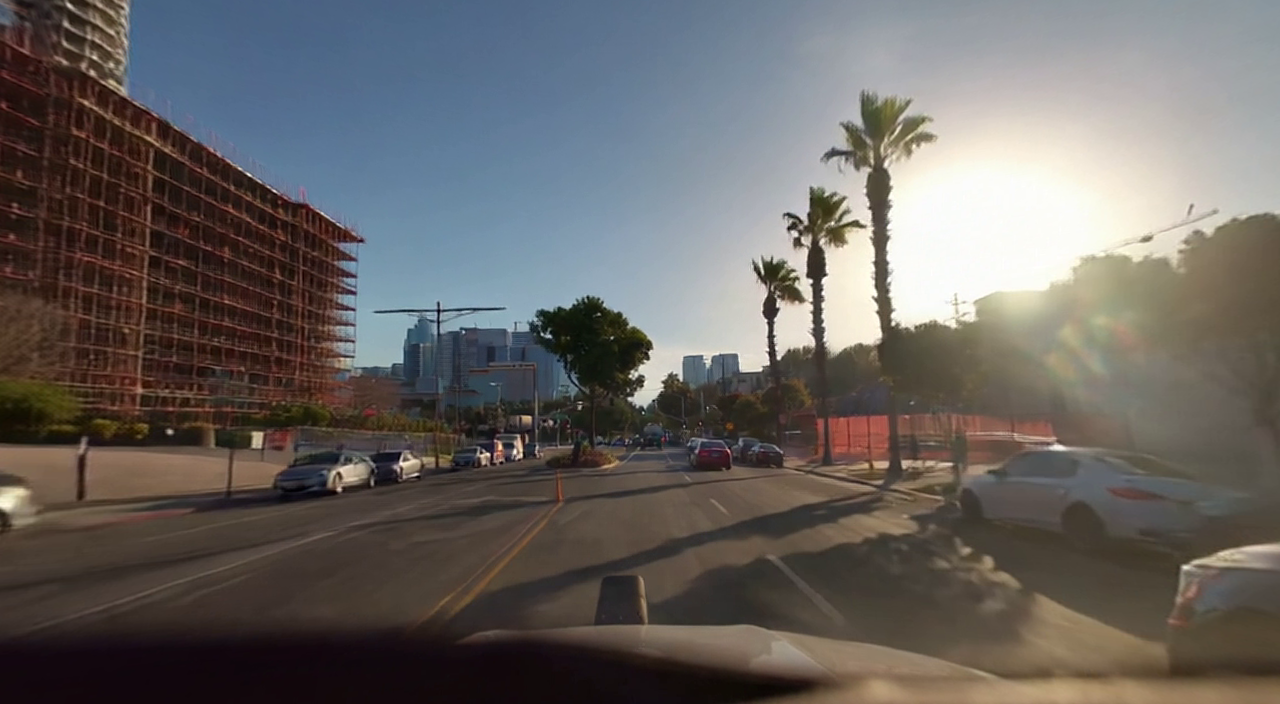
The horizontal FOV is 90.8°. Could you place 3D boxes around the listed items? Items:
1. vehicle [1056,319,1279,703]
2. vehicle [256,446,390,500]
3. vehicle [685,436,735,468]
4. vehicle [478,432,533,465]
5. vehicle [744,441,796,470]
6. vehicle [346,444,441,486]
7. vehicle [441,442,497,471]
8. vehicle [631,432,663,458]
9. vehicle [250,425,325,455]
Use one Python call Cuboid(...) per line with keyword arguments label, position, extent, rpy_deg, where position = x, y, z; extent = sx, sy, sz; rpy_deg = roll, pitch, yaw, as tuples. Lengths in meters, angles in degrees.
Cuboid(label="vehicle", position=(3.099, 0.571, 0.943), extent=(1.953, 1.687, 4.344), rpy_deg=(0, -8, 0))
Cuboid(label="vehicle", position=(-9.581, 3.653, 19.538), extent=(1.826, 1.445, 4.325), rpy_deg=(0, -8, 1))
Cuboid(label="vehicle", position=(3.469, 5.052, 32.080), extent=(1.999, 1.487, 3.939), rpy_deg=(0, -8, -1))
Cuboid(label="vehicle", position=(-9.485, 6.970, 45.155), extent=(2.294, 1.948, 6.025), rpy_deg=(-7, -10, 1))
Cuboid(label="vehicle", position=(6.821, 5.446, 33.520), extent=(1.819, 1.435, 4.337), rpy_deg=(0, -8, 0))
Cuboid(label="vehicle", position=(-9.388, 4.320, 24.545), extent=(1.821, 1.448, 4.591), rpy_deg=(0, -8, 0))
Cuboid(label="vehicle", position=(-9.561, 5.877, 35.786), extent=(1.804, 1.478, 4.734), rpy_deg=(0, -8, 1))
Cuboid(label="vehicle", position=(0.540, 6.851, 46.509), extent=(2.264, 1.798, 4.258), rpy_deg=(-1, -8, 1))
Cuboid(label="vehicle", position=(-19.733, 4.960, 35.347), extent=(3.575, 1.571, 1.912), rpy_deg=(-5, -9, 27))
